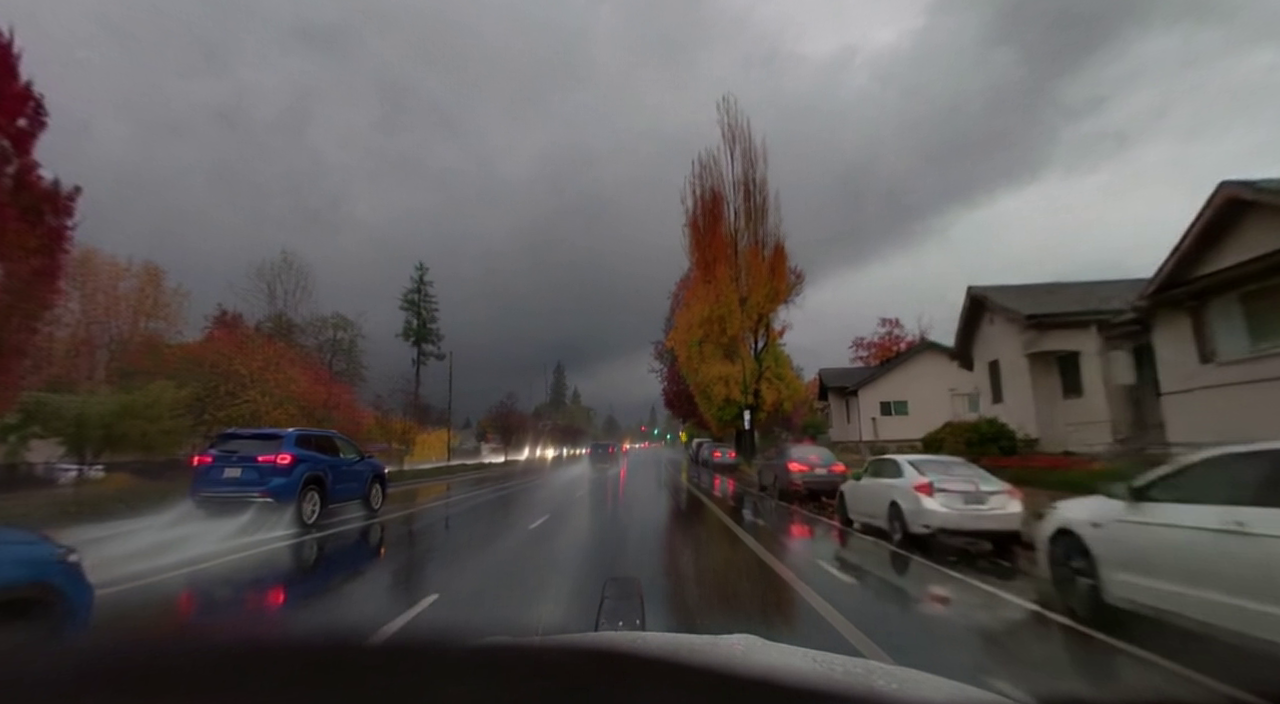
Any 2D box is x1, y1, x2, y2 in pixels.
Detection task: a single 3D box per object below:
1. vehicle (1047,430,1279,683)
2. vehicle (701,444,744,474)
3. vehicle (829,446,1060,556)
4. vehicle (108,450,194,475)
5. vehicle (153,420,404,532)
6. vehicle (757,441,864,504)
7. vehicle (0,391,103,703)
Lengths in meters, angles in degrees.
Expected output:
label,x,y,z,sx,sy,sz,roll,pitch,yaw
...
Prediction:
label,x,y,z,sx,sy,sz,roll,pitch,yaw
vehicle,4.827,1.203,3.540,1.952,1.505,4.713,0,-9,1
vehicle,4.859,6.353,37.684,1.950,1.668,4.414,1,-9,-1
vehicle,4.809,2.371,10.814,1.824,1.453,4.374,0,-9,1
vehicle,-34.386,7.787,44.345,4.273,1.679,1.987,1,-9,-4
vehicle,-6.482,2.270,12.096,2.034,1.711,4.512,0,-9,1
vehicle,4.904,3.522,18.837,1.934,1.612,4.477,1,-9,0
vehicle,-3.146,0.577,0.181,1.982,1.478,4.465,0,-9,1
